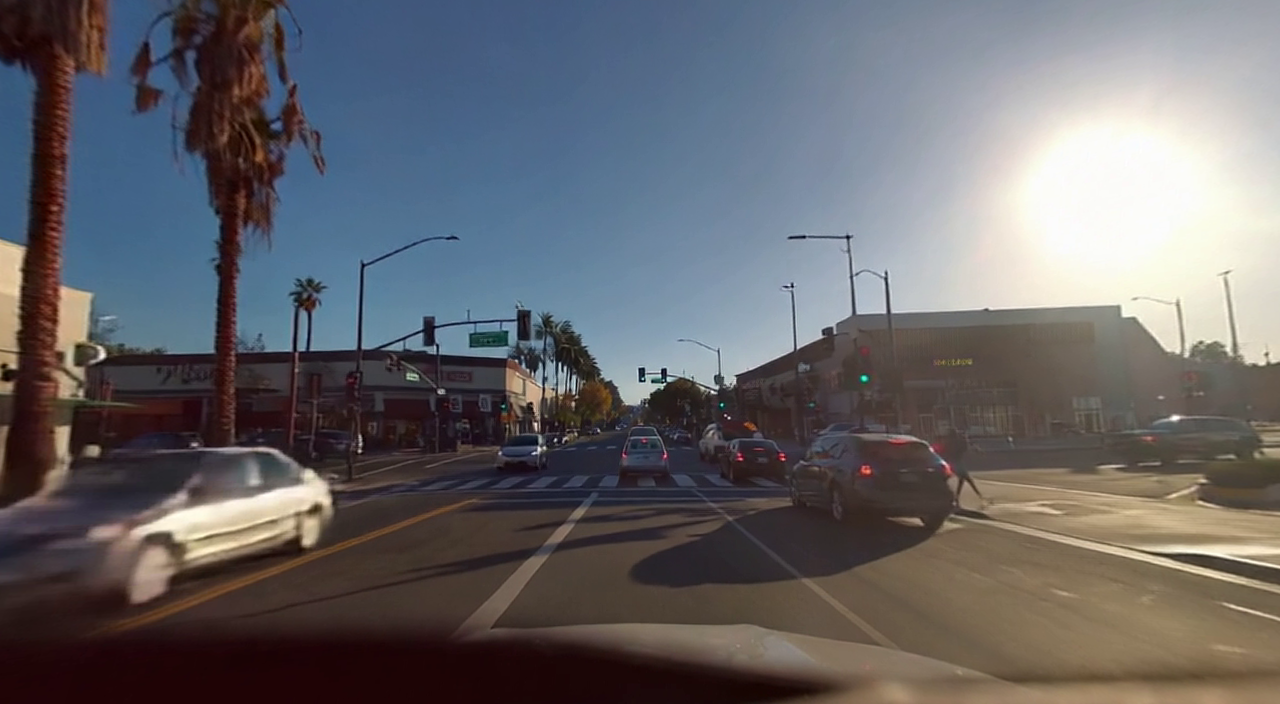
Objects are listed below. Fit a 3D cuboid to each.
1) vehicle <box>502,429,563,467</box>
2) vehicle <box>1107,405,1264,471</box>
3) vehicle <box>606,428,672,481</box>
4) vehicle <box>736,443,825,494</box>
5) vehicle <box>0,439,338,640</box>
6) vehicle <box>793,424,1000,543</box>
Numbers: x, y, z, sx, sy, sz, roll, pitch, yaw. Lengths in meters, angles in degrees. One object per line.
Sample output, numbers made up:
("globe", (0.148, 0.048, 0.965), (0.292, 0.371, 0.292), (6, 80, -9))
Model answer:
("vehicle", (-5.551, 5.044, 33.325), (2.324, 1.808, 4.946), (0, -8, 0))
("vehicle", (16.879, 2.600, 19.606), (3.704, 1.556, 1.790), (-3, -1, -14))
("vehicle", (-0.068, 3.885, 24.136), (2.264, 1.798, 4.531), (0, -8, -1))
("vehicle", (4.412, 3.712, 20.575), (1.963, 1.449, 4.653), (0, -8, 2))
("vehicle", (-5.425, 1.715, 6.947), (2.009, 1.461, 4.484), (0, -8, 0))
("vehicle", (4.289, 2.247, 11.526), (2.070, 1.711, 4.480), (-1, -8, 3))
